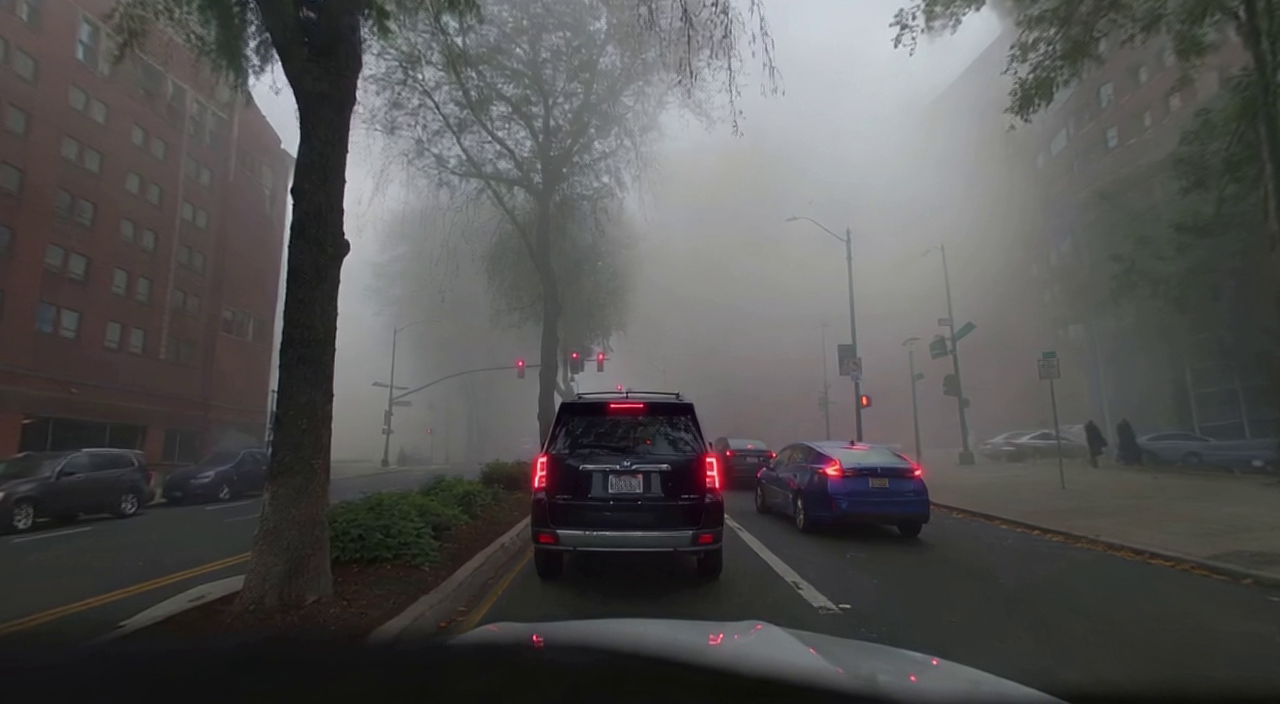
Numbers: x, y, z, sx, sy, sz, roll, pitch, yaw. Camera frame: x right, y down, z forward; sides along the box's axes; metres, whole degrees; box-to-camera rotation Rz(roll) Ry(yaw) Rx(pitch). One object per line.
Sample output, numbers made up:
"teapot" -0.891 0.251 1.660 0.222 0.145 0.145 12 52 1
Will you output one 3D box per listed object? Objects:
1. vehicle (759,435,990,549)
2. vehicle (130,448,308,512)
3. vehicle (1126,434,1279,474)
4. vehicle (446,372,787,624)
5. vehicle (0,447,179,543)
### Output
"vehicle" 3.349 2.078 10.031 2.056 1.422 4.130 0 -8 -1
"vehicle" -12.490 3.778 19.130 2.207 1.648 4.675 0 -8 -1
"vehicle" 22.160 4.034 24.962 4.055 1.469 1.848 -4 -9 26
"vehicle" -0.157 1.366 6.767 2.453 1.816 4.300 0 -8 0
"vehicle" -12.546 2.908 13.455 1.891 1.723 4.360 0 -8 1
